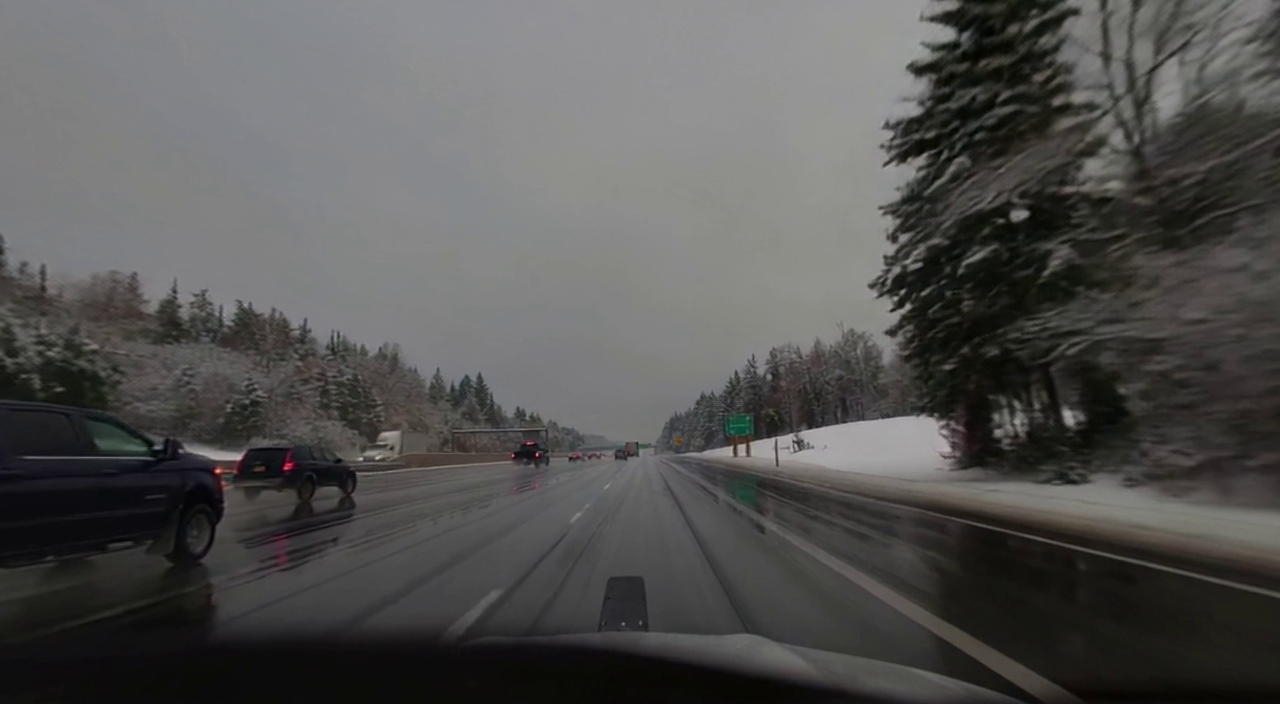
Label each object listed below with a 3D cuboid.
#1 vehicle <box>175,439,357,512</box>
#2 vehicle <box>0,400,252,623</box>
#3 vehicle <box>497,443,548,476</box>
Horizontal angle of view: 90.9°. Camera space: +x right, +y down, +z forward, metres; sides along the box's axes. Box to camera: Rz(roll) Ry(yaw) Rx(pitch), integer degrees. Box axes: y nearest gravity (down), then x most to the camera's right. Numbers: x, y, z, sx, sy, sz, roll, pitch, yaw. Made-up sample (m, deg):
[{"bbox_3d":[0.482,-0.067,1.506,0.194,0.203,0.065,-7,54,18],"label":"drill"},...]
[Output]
[{"bbox_3d":[-9.739,3.210,16.966,2.060,1.662,4.469,-1,-8,2],"label":"vehicle"},{"bbox_3d":[-6.353,1.299,5.135,2.403,1.773,6.276,0,-8,0],"label":"vehicle"},{"bbox_3d":[-6.523,5.981,35.459,2.009,1.735,4.358,0,-8,1],"label":"vehicle"}]
